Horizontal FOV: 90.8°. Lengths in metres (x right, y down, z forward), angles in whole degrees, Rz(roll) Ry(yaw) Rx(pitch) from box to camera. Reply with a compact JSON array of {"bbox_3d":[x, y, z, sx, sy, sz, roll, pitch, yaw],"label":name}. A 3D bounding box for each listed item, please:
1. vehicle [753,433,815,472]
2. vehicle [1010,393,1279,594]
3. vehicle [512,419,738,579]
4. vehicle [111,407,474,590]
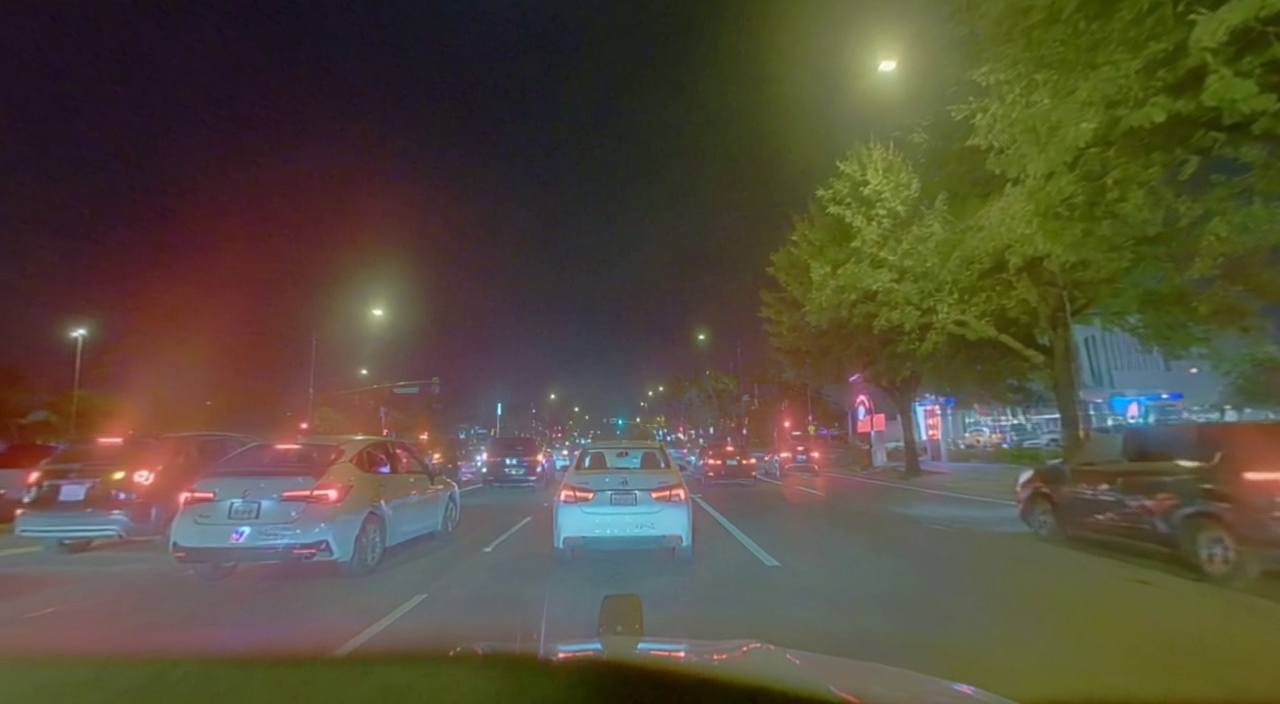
[{"bbox_3d":[6.699,4.717,29.836,1.889,1.681,4.120,0,-9,-1],"label":"vehicle"},{"bbox_3d":[6.207,1.408,6.847,1.895,1.633,4.030,0,-9,0],"label":"vehicle"},{"bbox_3d":[-0.182,1.732,8.236,2.161,1.501,4.184,0,-9,-1],"label":"vehicle"},{"bbox_3d":[-3.708,1.646,7.918,2.009,1.619,4.376,0,-9,1],"label":"vehicle"}]
